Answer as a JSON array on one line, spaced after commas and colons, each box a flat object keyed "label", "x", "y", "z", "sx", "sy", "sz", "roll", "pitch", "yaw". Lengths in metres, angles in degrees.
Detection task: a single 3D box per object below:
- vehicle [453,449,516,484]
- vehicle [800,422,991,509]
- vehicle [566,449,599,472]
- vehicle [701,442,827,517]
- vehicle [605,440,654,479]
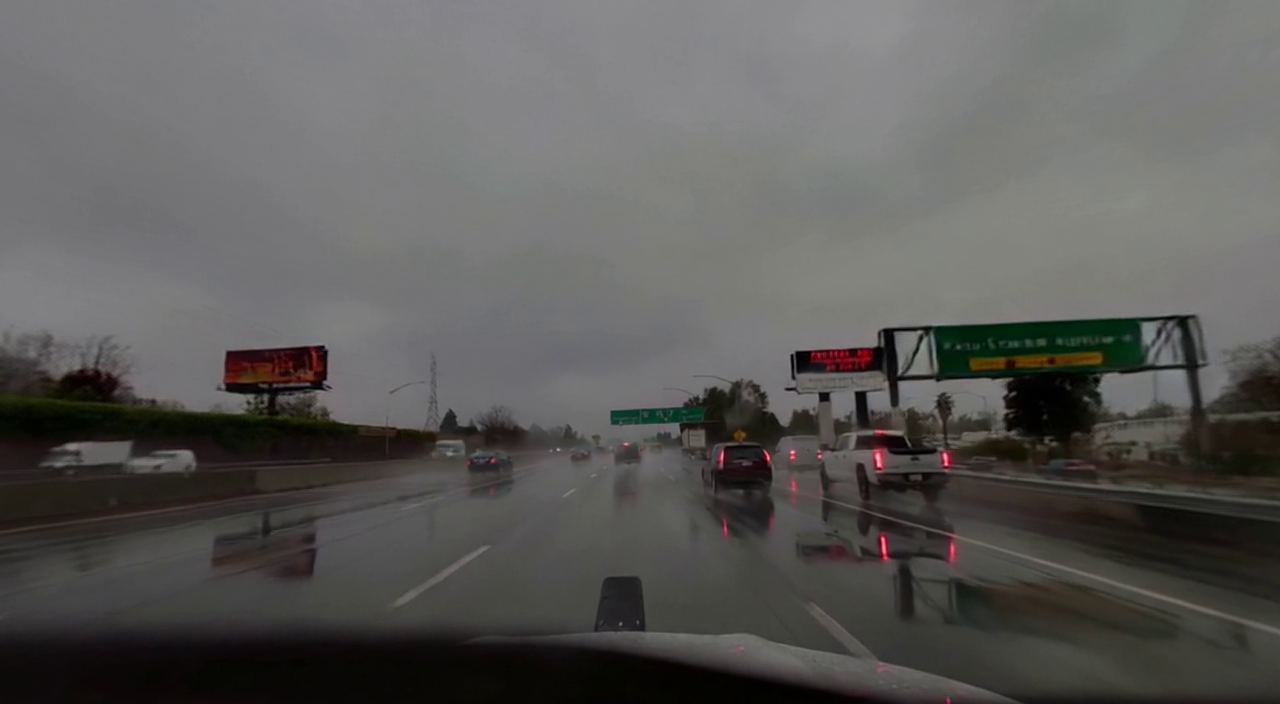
[{"label": "vehicle", "x": -7.301, "y": 5.397, "z": 30.097, "sx": 1.920, "sy": 1.482, "sz": 4.385, "roll": 0, "pitch": -8, "yaw": 0}, {"label": "vehicle", "x": 6.456, "y": 2.977, "z": 17.097, "sx": 2.635, "sy": 1.919, "sz": 5.907, "roll": 0, "pitch": -8, "yaw": 0}, {"label": "vehicle", "x": -4.042, "y": 7.681, "z": 44.912, "sx": 1.935, "sy": 1.487, "sz": 4.076, "roll": 0, "pitch": -8, "yaw": 0}, {"label": "vehicle", "x": 2.693, "y": 2.877, "z": 14.846, "sx": 2.011, "sy": 1.462, "sz": 4.286, "roll": 0, "pitch": -8, "yaw": -1}, {"label": "vehicle", "x": -0.540, "y": 5.452, "z": 32.328, "sx": 2.323, "sy": 1.805, "sz": 4.729, "roll": 0, "pitch": -8, "yaw": -1}]
